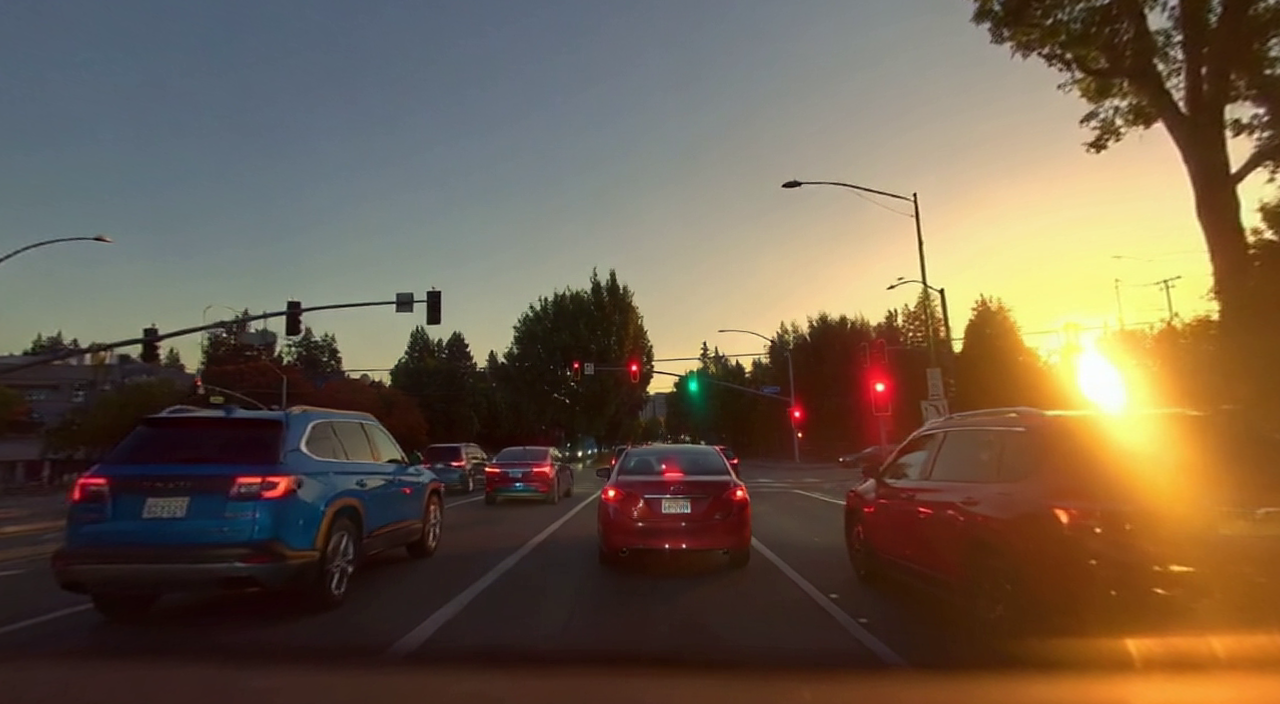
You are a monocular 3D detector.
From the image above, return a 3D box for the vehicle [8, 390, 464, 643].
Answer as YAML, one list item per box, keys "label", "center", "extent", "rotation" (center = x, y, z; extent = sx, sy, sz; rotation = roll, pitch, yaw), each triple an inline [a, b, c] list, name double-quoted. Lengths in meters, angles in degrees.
- label: "vehicle"
  center: [-3.455, 1.470, 6.632]
  extent: [1.889, 1.767, 4.289]
  rotation: [0, -8, 1]

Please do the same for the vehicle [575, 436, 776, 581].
- label: "vehicle"
  center: [0.328, 1.895, 8.437]
  extent: [2.051, 1.460, 3.932]
  rotation: [0, -8, -1]

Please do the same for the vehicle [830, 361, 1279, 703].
- label: "vehicle"
  center: [3.129, 1.236, 4.929]
  extent: [1.880, 1.747, 4.500]
  rotation: [0, -8, 1]

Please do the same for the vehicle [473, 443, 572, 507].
- label: "vehicle"
  center: [-3.059, 3.267, 17.226]
  extent: [1.868, 1.516, 4.114]
  rotation: [0, -8, 1]
